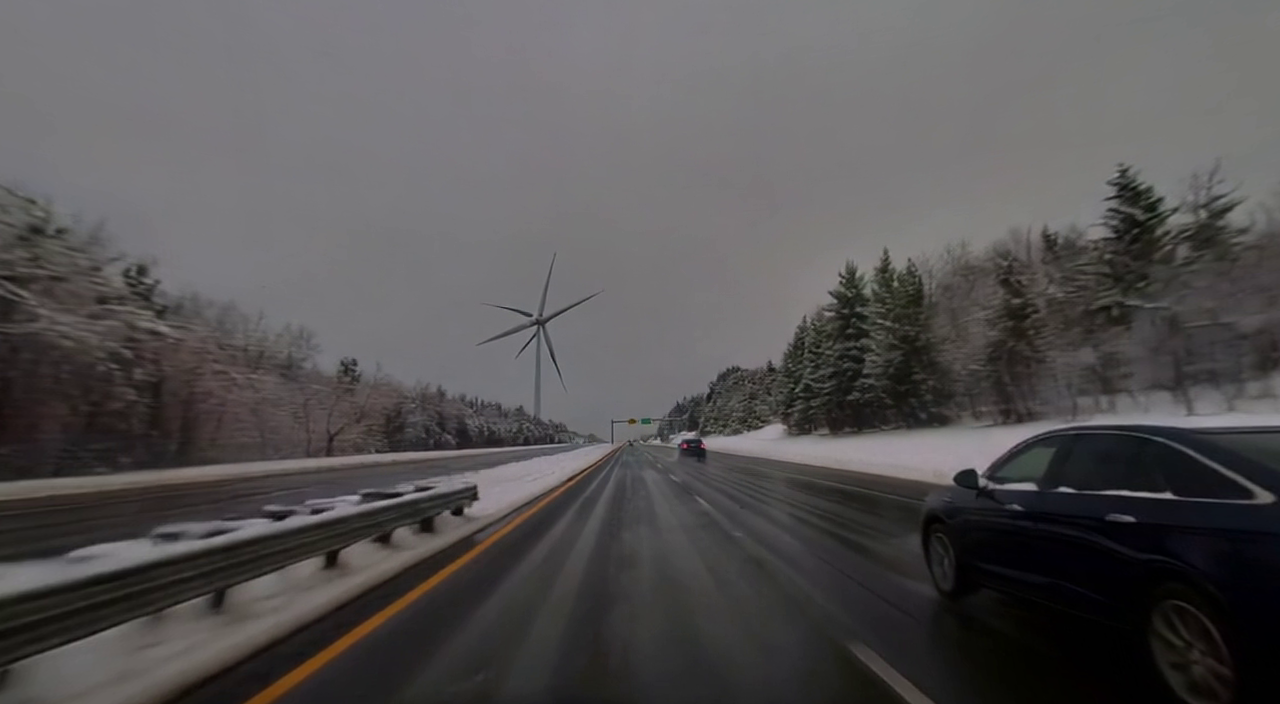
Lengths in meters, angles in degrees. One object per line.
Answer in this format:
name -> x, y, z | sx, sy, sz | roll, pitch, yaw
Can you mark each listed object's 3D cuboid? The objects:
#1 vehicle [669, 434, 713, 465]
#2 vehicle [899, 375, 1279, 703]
vehicle -> 2.893, 5.632, 36.630 | 2.066, 1.661, 4.500 | 0, -8, -2
vehicle -> 3.696, 1.117, 4.161 | 2.038, 1.624, 4.312 | 0, -8, -1
